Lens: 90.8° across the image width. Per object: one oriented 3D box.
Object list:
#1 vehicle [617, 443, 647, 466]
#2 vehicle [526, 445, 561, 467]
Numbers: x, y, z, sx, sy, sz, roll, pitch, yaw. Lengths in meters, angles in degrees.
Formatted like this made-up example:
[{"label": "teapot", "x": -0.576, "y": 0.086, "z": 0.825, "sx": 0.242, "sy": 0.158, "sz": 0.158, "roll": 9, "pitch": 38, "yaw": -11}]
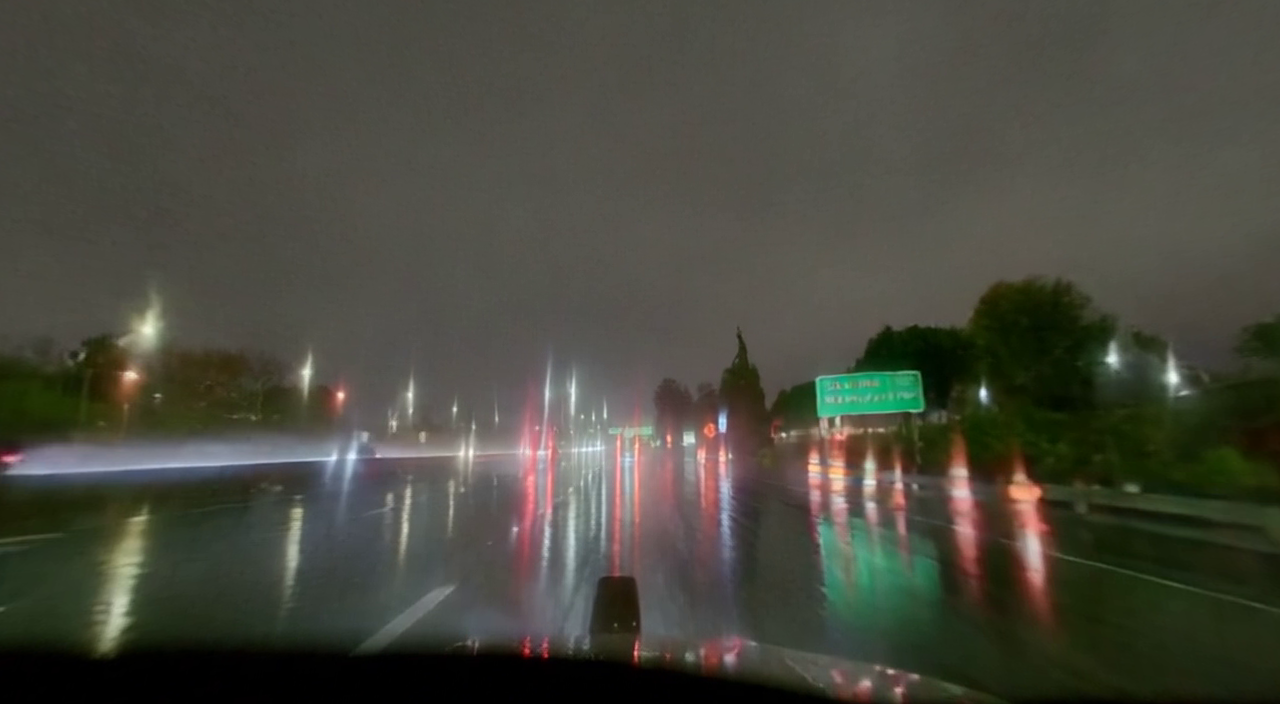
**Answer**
[{"label": "vehicle", "x": -0.626, "y": 7.559, "z": 46.765, "sx": 2.109, "sy": 1.638, "sz": 3.856, "roll": 0, "pitch": -9, "yaw": -1}, {"label": "vehicle", "x": -7.122, "y": 7.722, "z": 47.072, "sx": 1.997, "sy": 1.507, "sz": 4.248, "roll": 0, "pitch": -9, "yaw": 0}]
